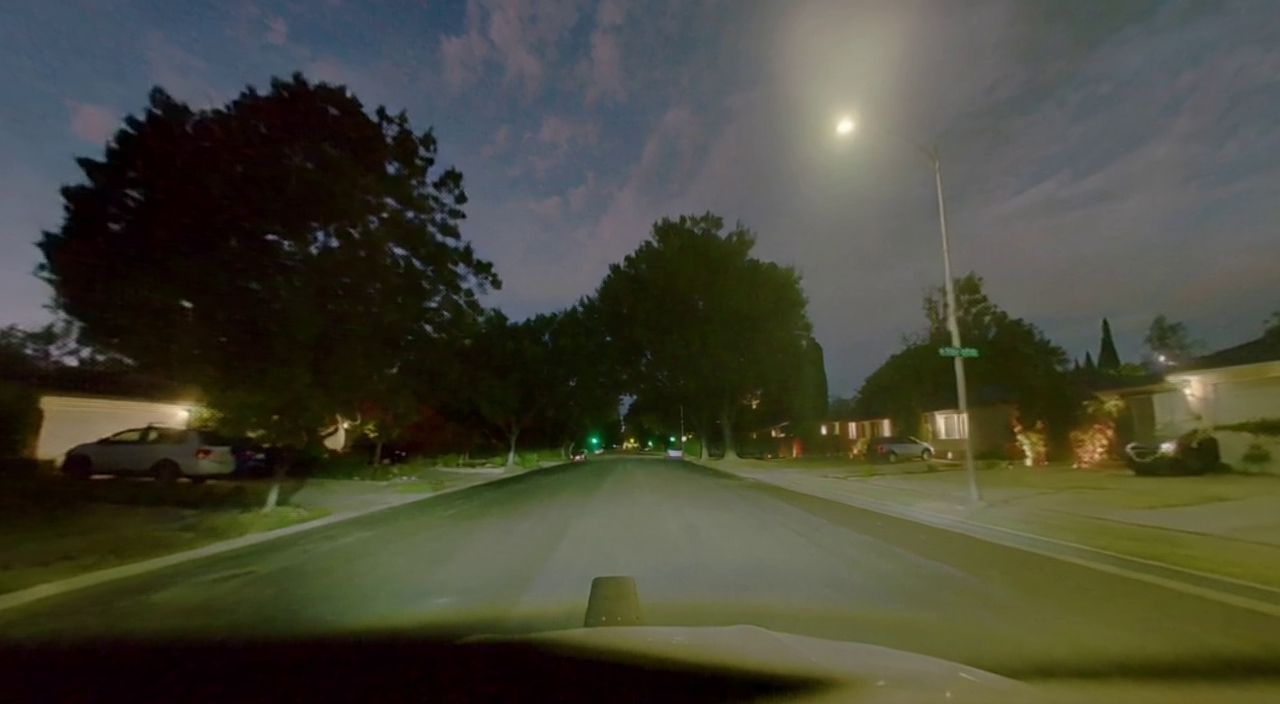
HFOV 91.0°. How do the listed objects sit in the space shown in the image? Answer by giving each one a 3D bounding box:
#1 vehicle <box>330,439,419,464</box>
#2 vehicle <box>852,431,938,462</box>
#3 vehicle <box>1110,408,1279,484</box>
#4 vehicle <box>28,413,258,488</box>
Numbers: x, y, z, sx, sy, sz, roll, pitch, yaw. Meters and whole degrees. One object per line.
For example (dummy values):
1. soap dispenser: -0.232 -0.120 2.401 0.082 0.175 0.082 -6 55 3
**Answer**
1. vehicle: -15.724 5.913 37.443 4.351 1.474 2.015 0 -9 -2
2. vehicle: 15.334 5.667 37.868 4.468 1.728 2.135 3 -8 -20
3. vehicle: 16.021 2.762 18.504 2.288 1.880 4.939 -4 -9 23
4. vehicle: -15.538 3.091 19.975 2.575 2.031 5.155 -7 -11 39
